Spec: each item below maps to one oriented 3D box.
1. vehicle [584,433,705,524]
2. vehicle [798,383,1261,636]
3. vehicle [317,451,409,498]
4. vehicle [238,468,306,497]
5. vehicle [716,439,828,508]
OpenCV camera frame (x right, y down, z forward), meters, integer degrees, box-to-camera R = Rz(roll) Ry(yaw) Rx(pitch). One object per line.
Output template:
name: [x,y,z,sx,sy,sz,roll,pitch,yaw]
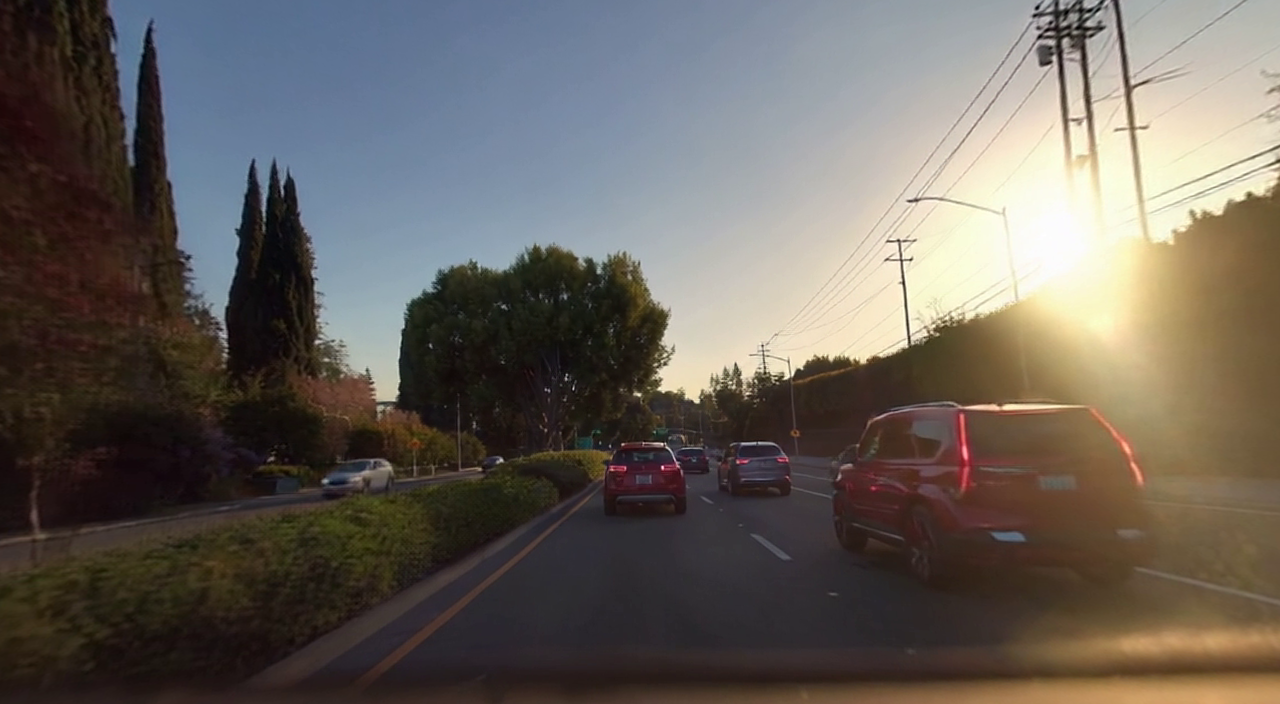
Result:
vehicle: [0.062,2.617,13.643,2.199,1.641,4.232,0,-8,-1]
vehicle: [3.399,1.469,6.941,2.097,1.818,4.625,0,-8,0]
vehicle: [-12.721,5.631,29.450,2.107,1.931,5.015,0,-8,-2]
vehicle: [-22.617,8.017,38.993,1.847,1.554,3.926,0,-8,-1]
vehicle: [3.330,3.132,16.810,2.064,1.591,4.081,0,-8,0]
